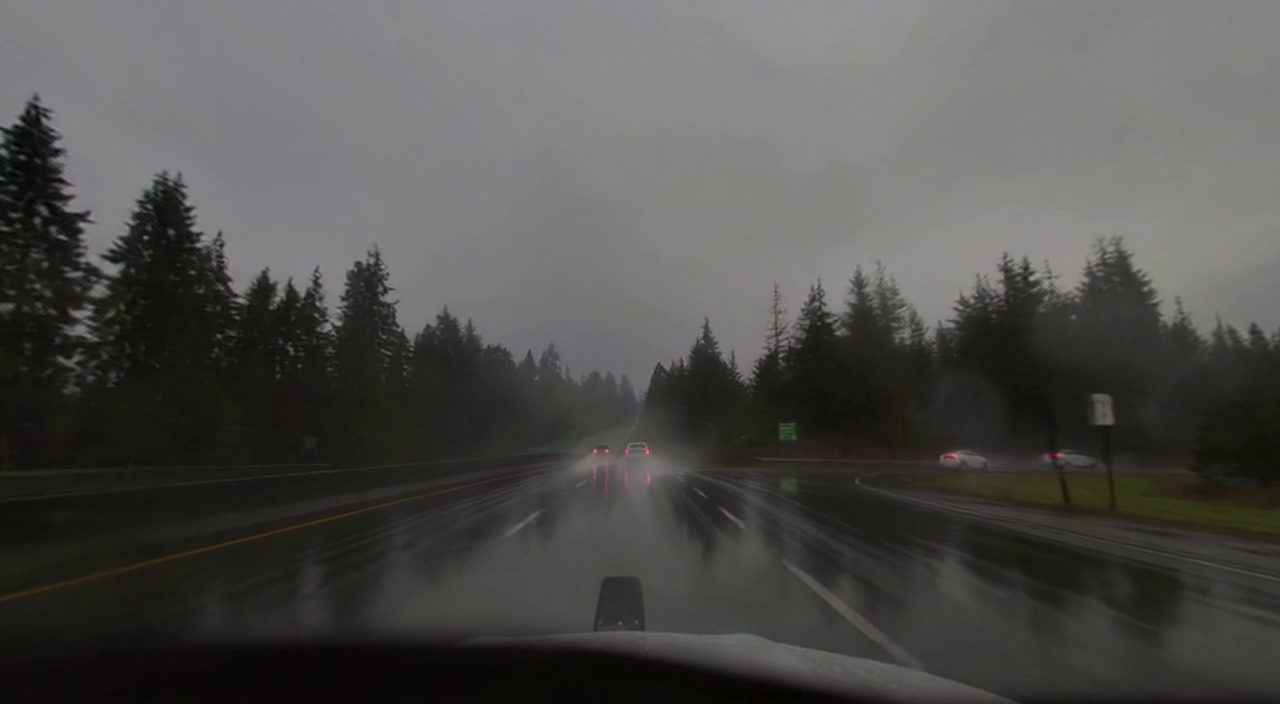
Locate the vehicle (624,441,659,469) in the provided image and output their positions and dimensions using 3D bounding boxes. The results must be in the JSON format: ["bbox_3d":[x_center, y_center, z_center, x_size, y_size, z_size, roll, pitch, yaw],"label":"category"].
[{"bbox_3d":[0.066,6.426,39.540,2.130,1.684,3.826,0,-8,0],"label":"vehicle"}]
